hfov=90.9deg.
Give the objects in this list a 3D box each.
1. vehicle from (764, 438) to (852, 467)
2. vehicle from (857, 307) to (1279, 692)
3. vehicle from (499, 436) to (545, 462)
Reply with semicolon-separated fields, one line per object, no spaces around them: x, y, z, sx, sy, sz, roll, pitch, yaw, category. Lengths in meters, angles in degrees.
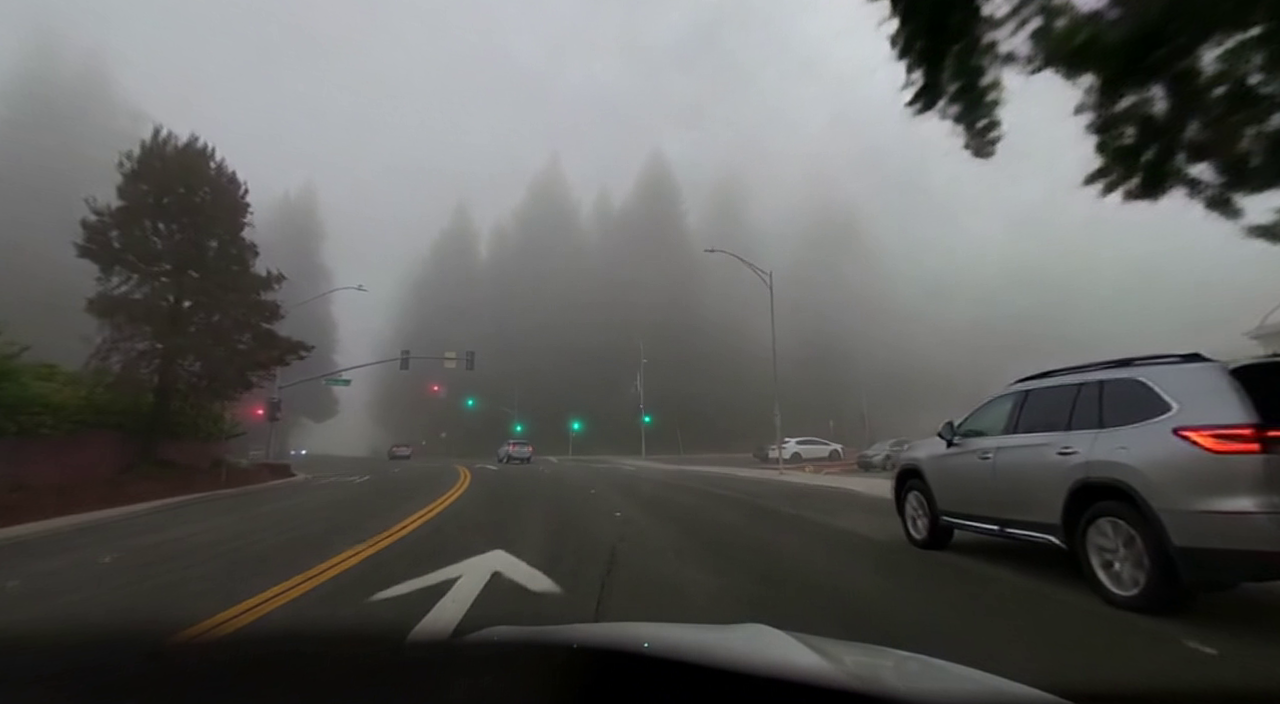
9.267;5.553;34.925;4.169;1.527;2.053;2;-9;-14;vehicle
4.429;1.183;6.200;2.338;2.063;5.592;0;-8;-3;vehicle
-8.238;6.719;43.746;2.138;1.729;4.178;4;-9;-25;vehicle
